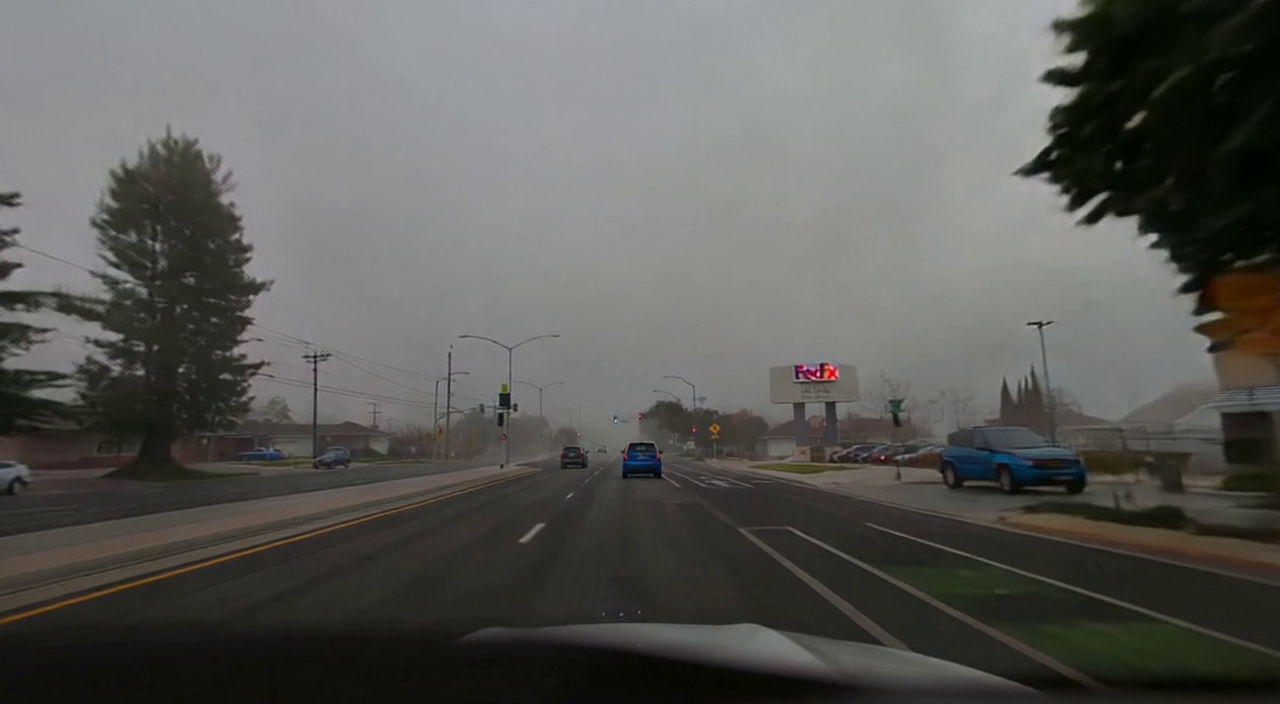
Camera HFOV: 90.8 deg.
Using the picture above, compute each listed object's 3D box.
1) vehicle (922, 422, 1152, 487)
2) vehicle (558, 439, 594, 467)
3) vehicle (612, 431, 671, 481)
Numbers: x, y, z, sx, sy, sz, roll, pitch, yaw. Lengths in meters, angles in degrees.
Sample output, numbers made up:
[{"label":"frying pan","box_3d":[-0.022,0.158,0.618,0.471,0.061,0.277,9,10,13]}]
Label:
[{"label":"vehicle","box_3d":[11.911,3.112,19.297,5.506,1.850,2.156,0,-9,0]},{"label":"vehicle","box_3d":[-4.525,7.273,45.590,2.202,1.856,4.516,0,-9,-1]},{"label":"vehicle","box_3d":[0.001,4.432,27.070,2.273,1.909,5.075,0,-9,-1]}]
